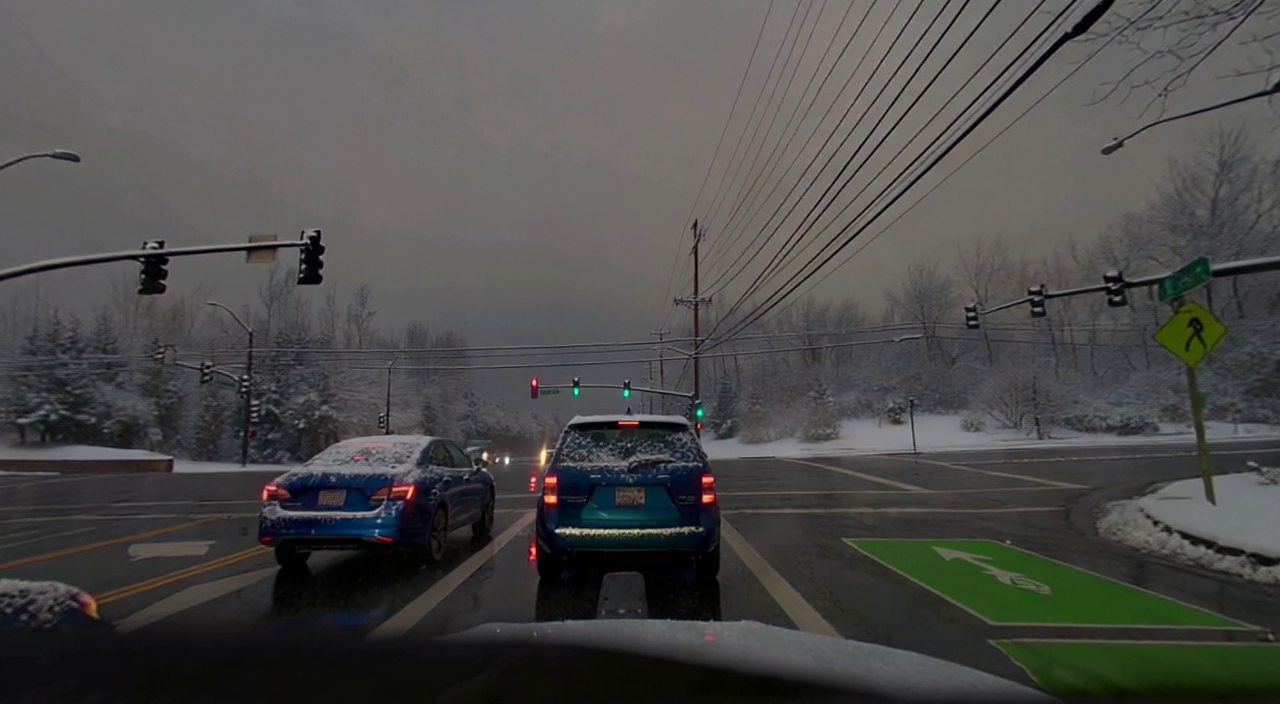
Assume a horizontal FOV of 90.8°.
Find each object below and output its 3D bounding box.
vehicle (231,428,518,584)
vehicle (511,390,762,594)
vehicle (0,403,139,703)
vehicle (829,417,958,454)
[{"bbox_3d":[-2.928,1.768,8.008,1.969,1.486,3.702,0,-8,1],"label":"vehicle"},{"bbox_3d":[-0.055,1.518,7.617,2.182,1.773,4.041,0,-8,-1],"label":"vehicle"},{"bbox_3d":[-3.352,0.663,0.445,1.928,1.488,4.936,0,-8,0],"label":"vehicle"},{"bbox_3d":[13.836,4.608,34.814,6.143,1.944,2.229,-1,-8,5],"label":"vehicle"}]
